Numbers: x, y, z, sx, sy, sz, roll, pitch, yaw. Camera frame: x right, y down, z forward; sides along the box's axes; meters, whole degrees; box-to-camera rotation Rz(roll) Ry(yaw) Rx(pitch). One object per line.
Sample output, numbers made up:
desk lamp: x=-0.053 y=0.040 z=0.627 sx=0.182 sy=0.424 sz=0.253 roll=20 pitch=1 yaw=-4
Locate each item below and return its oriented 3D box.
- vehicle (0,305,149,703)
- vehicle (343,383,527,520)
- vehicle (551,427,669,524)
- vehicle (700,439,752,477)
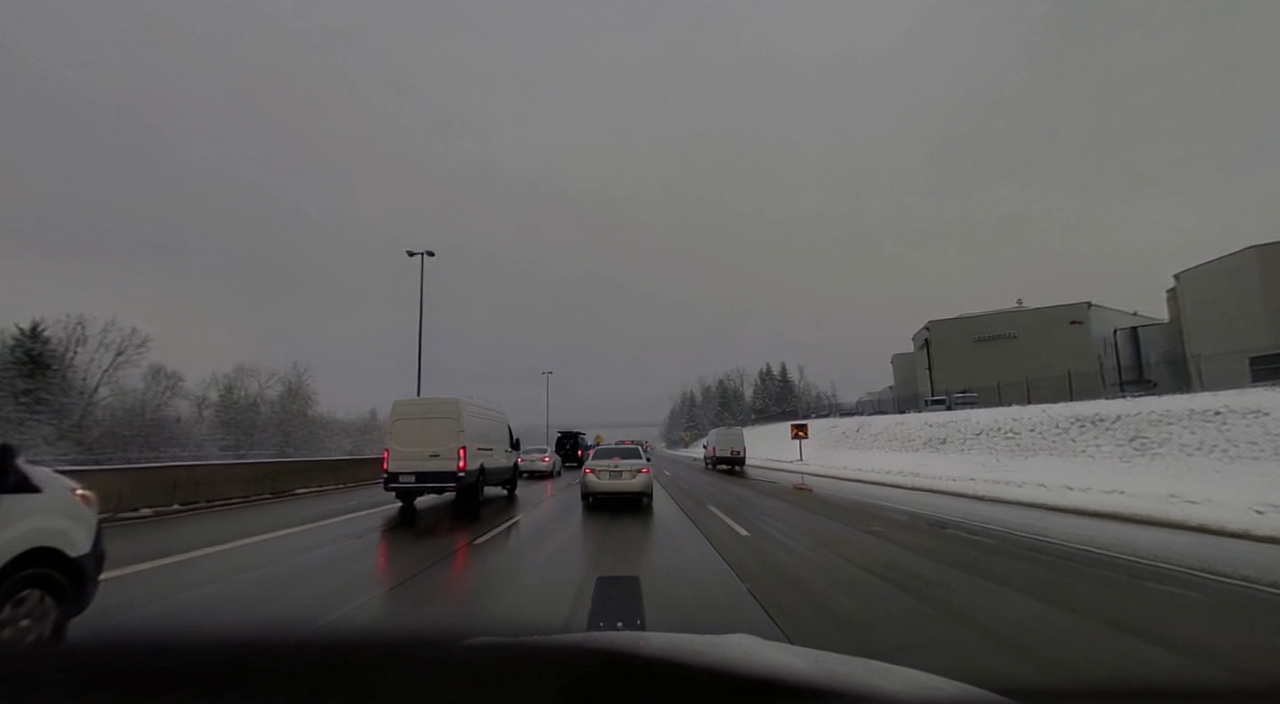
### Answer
vehicle: x=-4.004 y=0.491 z=1.156 sx=2.253 sy=1.892 sz=4.823 roll=0 pitch=-9 yaw=0
vehicle: x=-4.574 y=2.445 z=15.655 sx=2.248 sy=2.626 sz=6.837 roll=0 pitch=-9 yaw=0
vehicle: x=-0.525 y=2.493 z=13.157 sx=2.093 sy=1.695 sz=3.782 roll=0 pitch=-9 yaw=0
vehicle: x=4.242 y=5.313 z=31.820 sx=2.003 sy=1.754 sz=4.134 roll=0 pitch=-9 yaw=0
